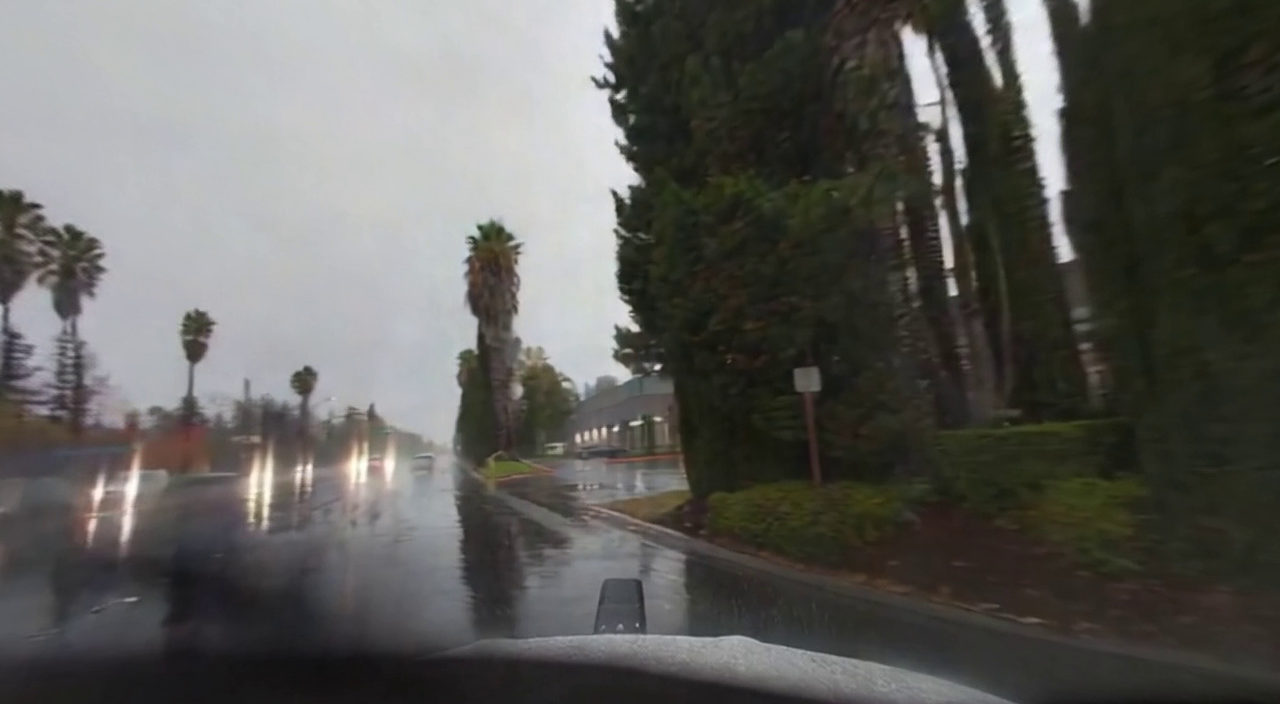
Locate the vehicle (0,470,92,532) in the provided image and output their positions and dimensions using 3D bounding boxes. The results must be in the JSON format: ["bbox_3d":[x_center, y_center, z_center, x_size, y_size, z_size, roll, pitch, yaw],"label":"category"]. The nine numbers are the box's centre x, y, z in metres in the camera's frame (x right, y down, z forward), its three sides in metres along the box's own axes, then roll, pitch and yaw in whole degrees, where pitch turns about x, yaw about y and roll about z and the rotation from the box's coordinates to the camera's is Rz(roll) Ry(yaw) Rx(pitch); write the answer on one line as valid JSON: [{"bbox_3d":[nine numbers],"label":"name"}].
[{"bbox_3d":[-20.835,4.878,21.061,2.199,1.696,4.440,3,-9,-18],"label":"vehicle"}]

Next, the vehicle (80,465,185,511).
[{"bbox_3d":[-24.189,6.456,30.399,2.306,1.807,4.927,3,-9,-19],"label":"vehicle"}]
